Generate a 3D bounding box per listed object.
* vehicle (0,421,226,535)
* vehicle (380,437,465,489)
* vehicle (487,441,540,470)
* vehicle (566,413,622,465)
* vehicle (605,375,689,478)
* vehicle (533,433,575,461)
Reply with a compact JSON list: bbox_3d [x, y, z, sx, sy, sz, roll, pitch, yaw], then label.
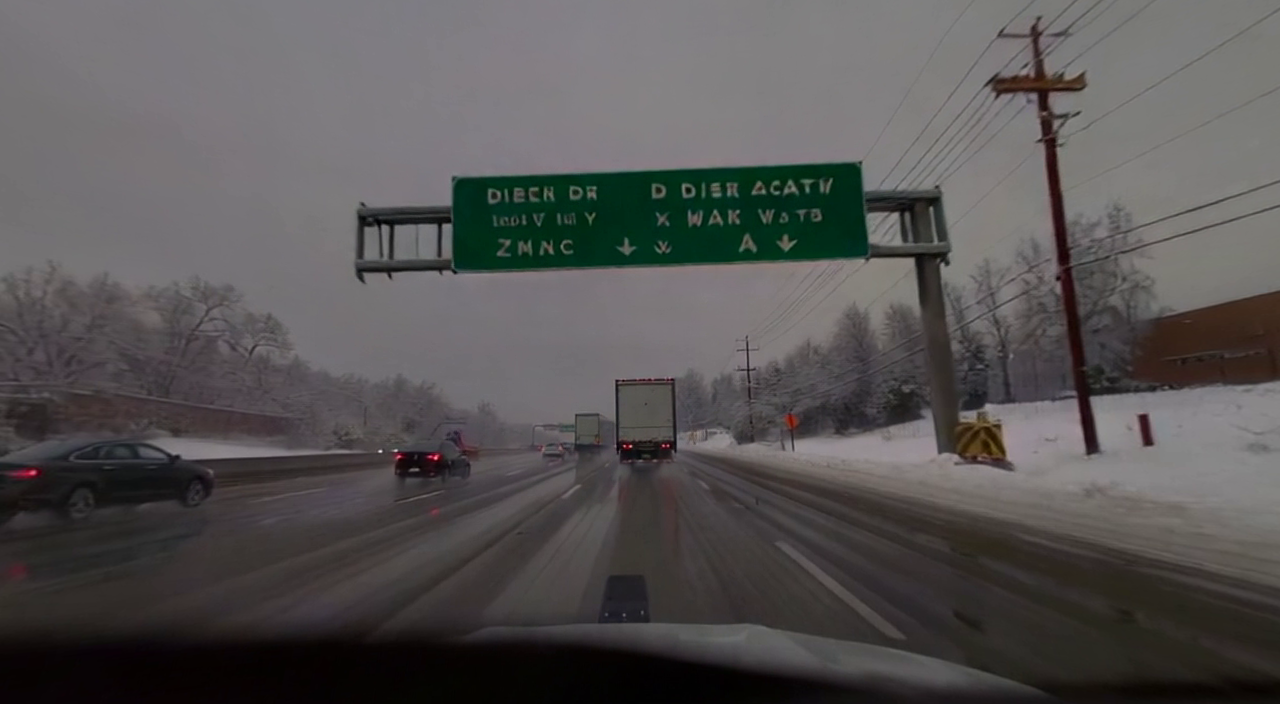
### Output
[{"bbox_3d":[-10.872,2.359,12.427,2.046,1.779,4.752,0,-9,2],"label":"vehicle"},{"bbox_3d":[-7.033,3.598,20.663,1.736,1.580,2.778,0,-9,1],"label":"vehicle"},{"bbox_3d":[-6.770,5.596,34.289,1.933,1.459,4.478,0,-9,1],"label":"vehicle"},{"bbox_3d":[-3.233,6.949,49.619,2.816,3.434,16.412,-1,-9,1],"label":"vehicle"},{"bbox_3d":[0.166,3.353,27.050,2.941,3.604,9.851,0,-9,-1],"label":"vehicle"},{"bbox_3d":[-6.593,7.396,49.041,2.245,2.074,5.791,0,-9,2],"label":"vehicle"}]
